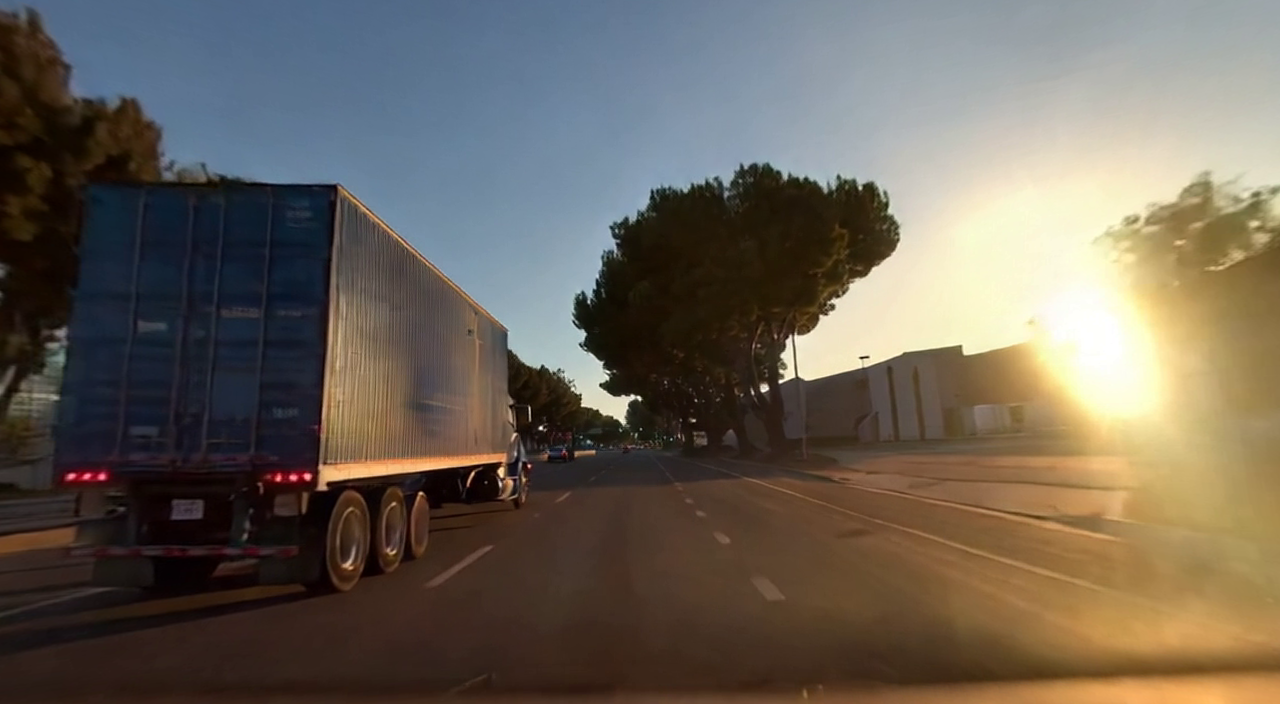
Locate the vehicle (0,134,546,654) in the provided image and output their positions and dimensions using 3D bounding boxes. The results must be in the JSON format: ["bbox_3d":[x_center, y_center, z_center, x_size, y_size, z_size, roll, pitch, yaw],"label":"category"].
[{"bbox_3d":[-3.404,0.799,8.315,2.910,3.419,8.376,0,-8,1],"label":"vehicle"}]
